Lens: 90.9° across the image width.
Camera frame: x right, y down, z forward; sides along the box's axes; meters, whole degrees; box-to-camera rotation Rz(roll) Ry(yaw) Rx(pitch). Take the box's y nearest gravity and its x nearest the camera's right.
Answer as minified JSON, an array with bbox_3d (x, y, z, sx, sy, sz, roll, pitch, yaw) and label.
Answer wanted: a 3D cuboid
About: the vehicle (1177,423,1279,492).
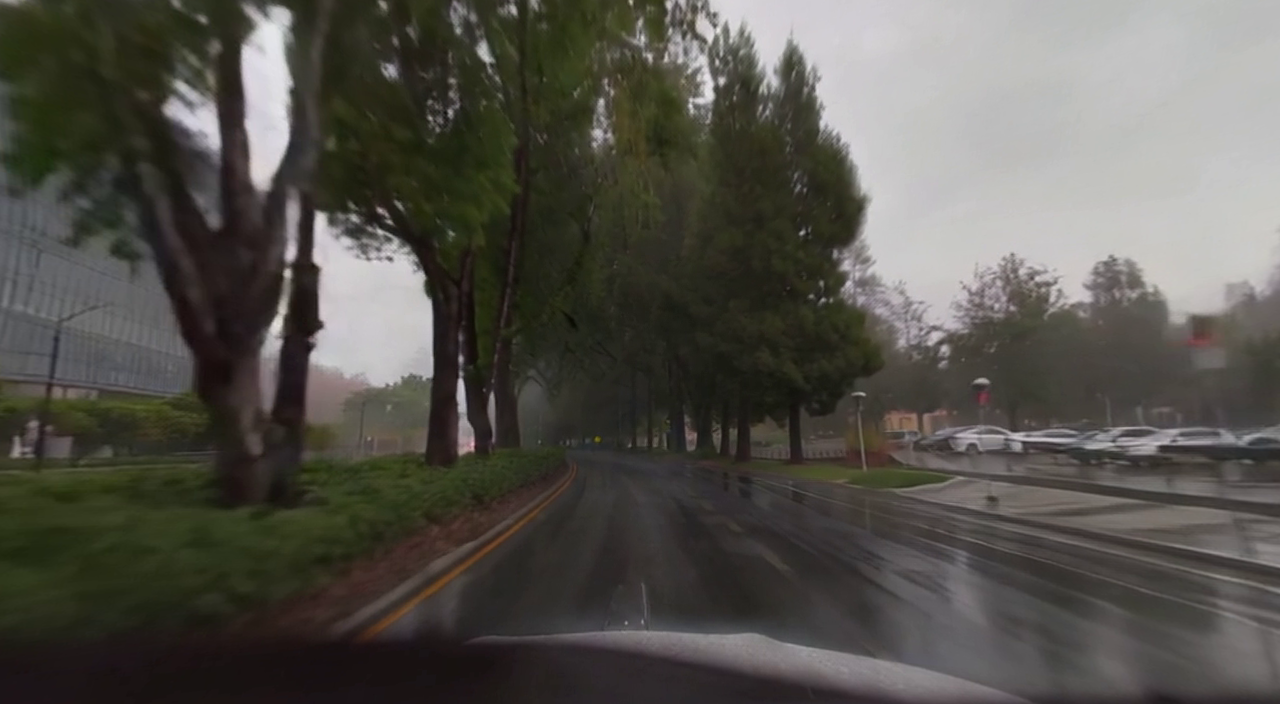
[{"bbox_3d":[15.658,2.449,14.834,4.251,1.479,2.038,0,-9,-4],"label":"vehicle"}]

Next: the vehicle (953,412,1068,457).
[{"bbox_3d":[15.150,3.405,25.881,3.595,1.749,1.726,1,-9,-5],"label":"vehicle"}]

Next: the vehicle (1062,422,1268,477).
[{"bbox_3d":[15.643,2.915,18.968,4.526,1.517,1.979,0,-9,-4],"label":"vehicle"}]
